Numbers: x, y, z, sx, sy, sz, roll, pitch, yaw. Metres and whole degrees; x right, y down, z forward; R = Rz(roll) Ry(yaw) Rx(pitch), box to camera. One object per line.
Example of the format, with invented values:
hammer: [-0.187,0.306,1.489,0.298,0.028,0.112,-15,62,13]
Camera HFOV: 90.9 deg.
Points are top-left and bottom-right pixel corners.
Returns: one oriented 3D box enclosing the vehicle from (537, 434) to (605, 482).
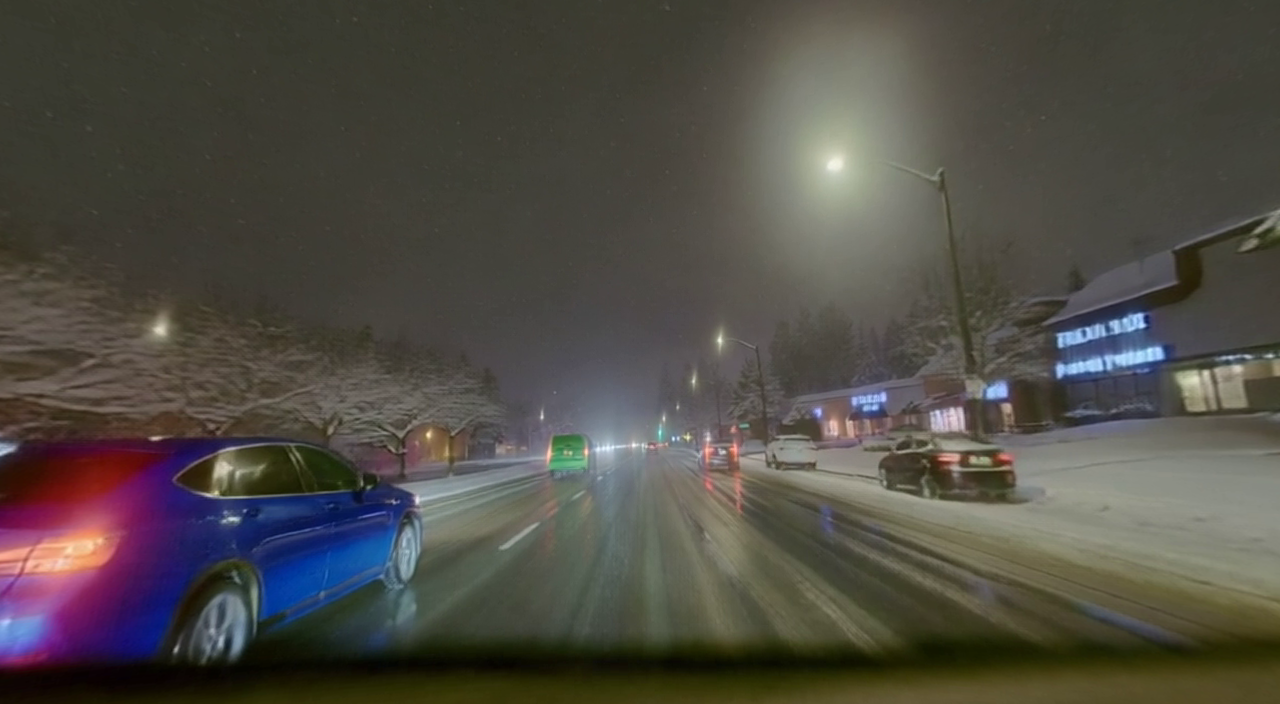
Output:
vehicle: [-2.708,4.309,25.917,2.193,1.788,4.603,0,-8,1]

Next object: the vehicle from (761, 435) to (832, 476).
vehicle: [7.545,5.031,30.896,2.198,1.788,4.941,1,-8,0]

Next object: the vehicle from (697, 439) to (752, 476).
vehicle: [3.728,4.719,28.482,1.904,1.490,4.299,0,-8,0]

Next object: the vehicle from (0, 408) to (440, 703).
vehicle: [-3.234,1.275,4.505,1.956,1.460,4.802,0,-8,1]

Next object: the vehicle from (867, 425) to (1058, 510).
vehicle: [7.362,2.678,15.100,2.089,1.678,4.725,0,-8,1]
